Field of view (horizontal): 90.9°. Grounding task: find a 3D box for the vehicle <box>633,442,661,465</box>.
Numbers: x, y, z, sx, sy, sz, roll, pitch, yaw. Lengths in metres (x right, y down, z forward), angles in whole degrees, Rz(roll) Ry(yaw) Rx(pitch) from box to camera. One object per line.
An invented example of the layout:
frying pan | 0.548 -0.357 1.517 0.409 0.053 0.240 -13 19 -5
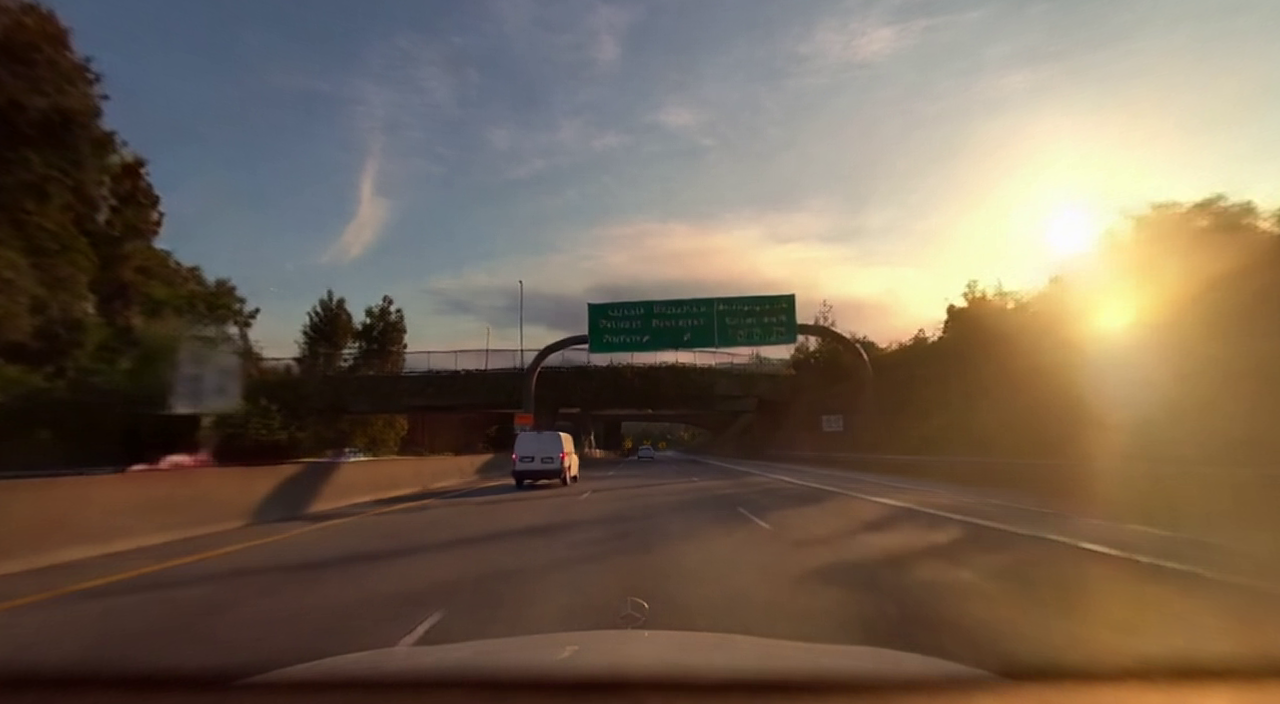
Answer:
vehicle | 0.514 7.794 48.544 2.067 1.690 3.901 0 -9 0

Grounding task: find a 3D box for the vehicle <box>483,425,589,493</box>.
vehicle | -3.242 3.548 21.193 2.572 1.927 5.803 0 -9 0
